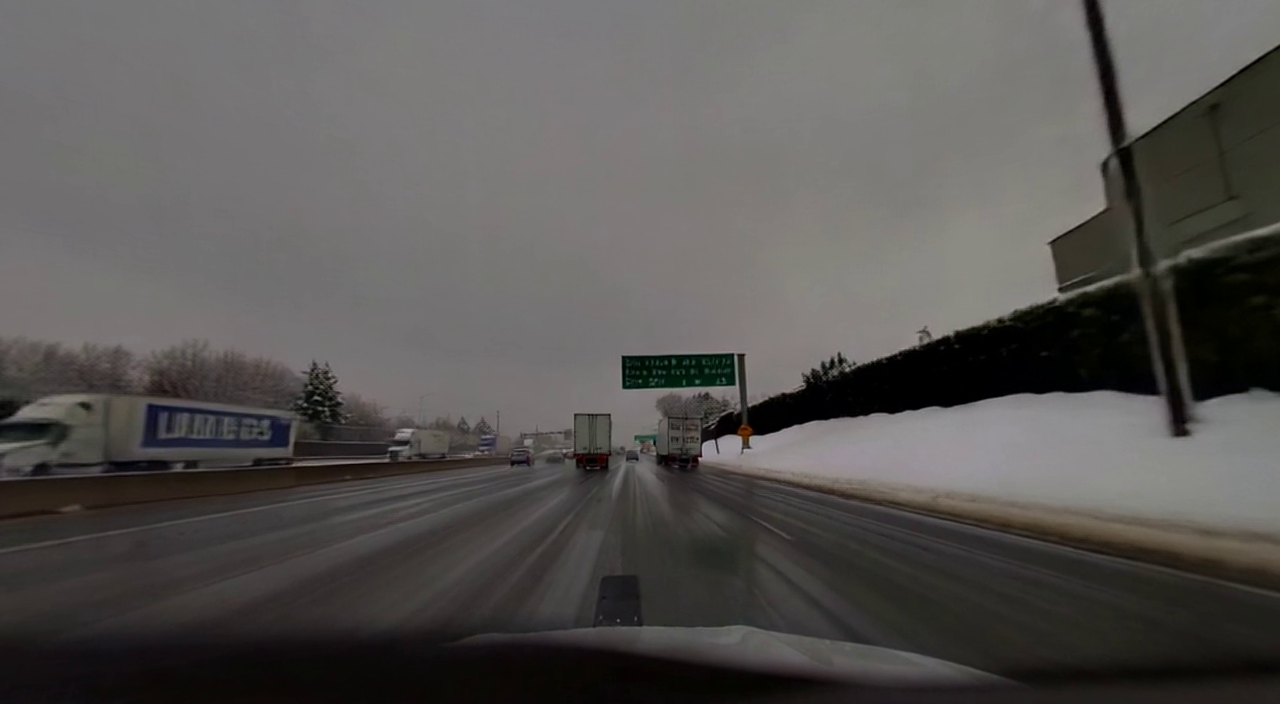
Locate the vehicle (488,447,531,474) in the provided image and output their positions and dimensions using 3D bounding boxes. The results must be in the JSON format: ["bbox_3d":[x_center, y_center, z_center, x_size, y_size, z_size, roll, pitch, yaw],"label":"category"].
[{"bbox_3d":[-8.665,7.236,42.345,2.132,1.679,4.045,0,-9,-2],"label":"vehicle"}]

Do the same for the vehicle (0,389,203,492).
[{"bbox_3d":[-23.349,3.865,27.463,3.008,3.765,8.086,0,-9,-1],"label":"vehicle"}]
